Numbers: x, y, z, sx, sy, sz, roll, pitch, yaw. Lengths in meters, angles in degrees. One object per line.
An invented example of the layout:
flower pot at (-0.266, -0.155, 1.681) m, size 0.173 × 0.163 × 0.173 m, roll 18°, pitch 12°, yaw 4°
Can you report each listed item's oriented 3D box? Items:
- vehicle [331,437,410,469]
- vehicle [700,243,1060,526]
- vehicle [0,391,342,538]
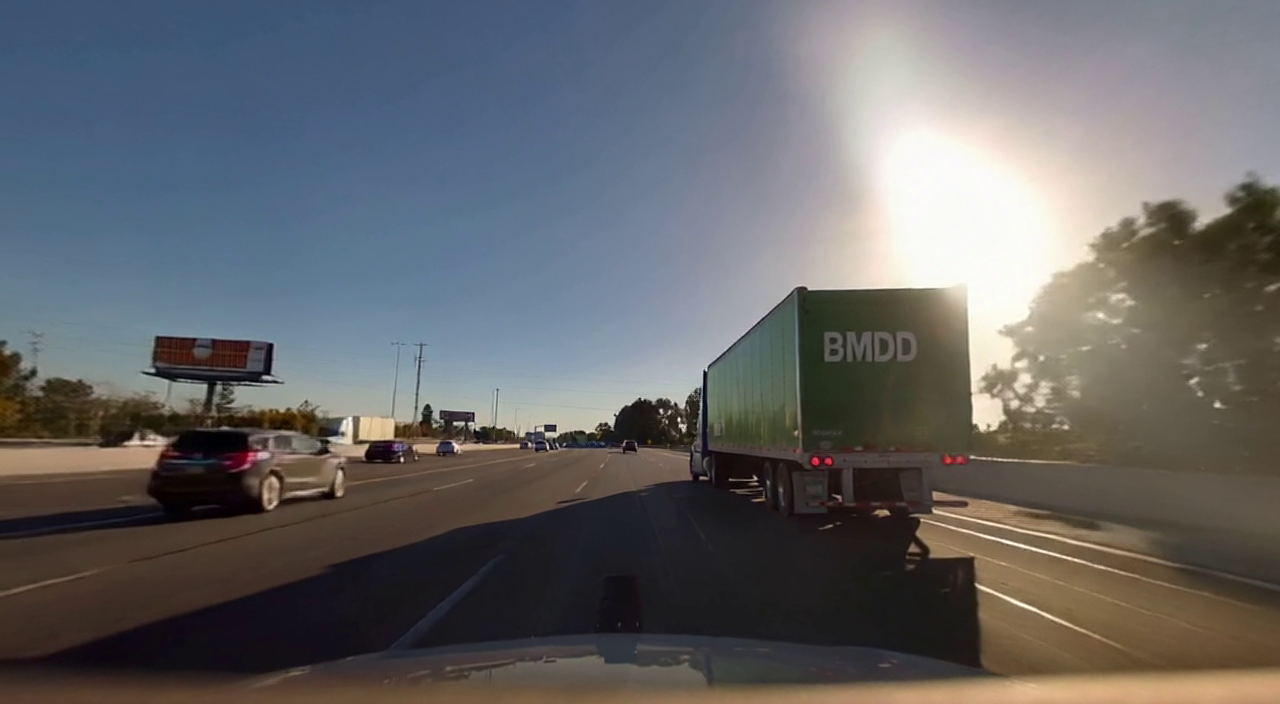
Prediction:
vehicle at (-14.630, 5.513, 34.683) m, size 1.970 × 1.618 × 5.364 m, roll 0°, pitch -8°, yaw 0°
vehicle at (3.995, 1.493, 16.267) m, size 2.891 × 3.944 × 15.051 m, roll 0°, pitch -8°, yaw -2°
vehicle at (-7.439, 1.832, 10.826) m, size 2.100 × 1.905 × 5.119 m, roll 0°, pitch -8°, yaw 0°
